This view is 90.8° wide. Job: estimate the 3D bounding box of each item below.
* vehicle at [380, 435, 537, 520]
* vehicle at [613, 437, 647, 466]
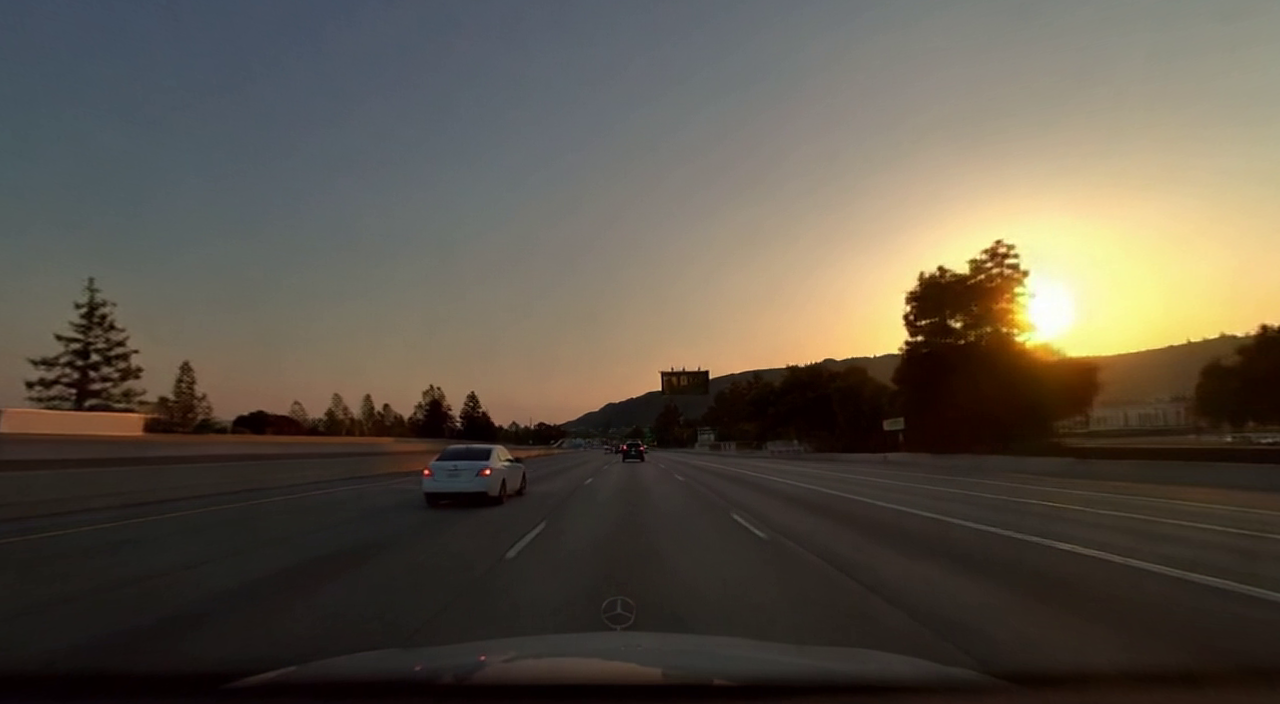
[{"bbox_3d":[-3.810,2.713,14.370,2.140,1.574,4.946,0,-8,0],"label":"vehicle"},{"bbox_3d":[-0.734,6.956,44.355,2.269,1.924,4.596,0,-8,-1],"label":"vehicle"}]
